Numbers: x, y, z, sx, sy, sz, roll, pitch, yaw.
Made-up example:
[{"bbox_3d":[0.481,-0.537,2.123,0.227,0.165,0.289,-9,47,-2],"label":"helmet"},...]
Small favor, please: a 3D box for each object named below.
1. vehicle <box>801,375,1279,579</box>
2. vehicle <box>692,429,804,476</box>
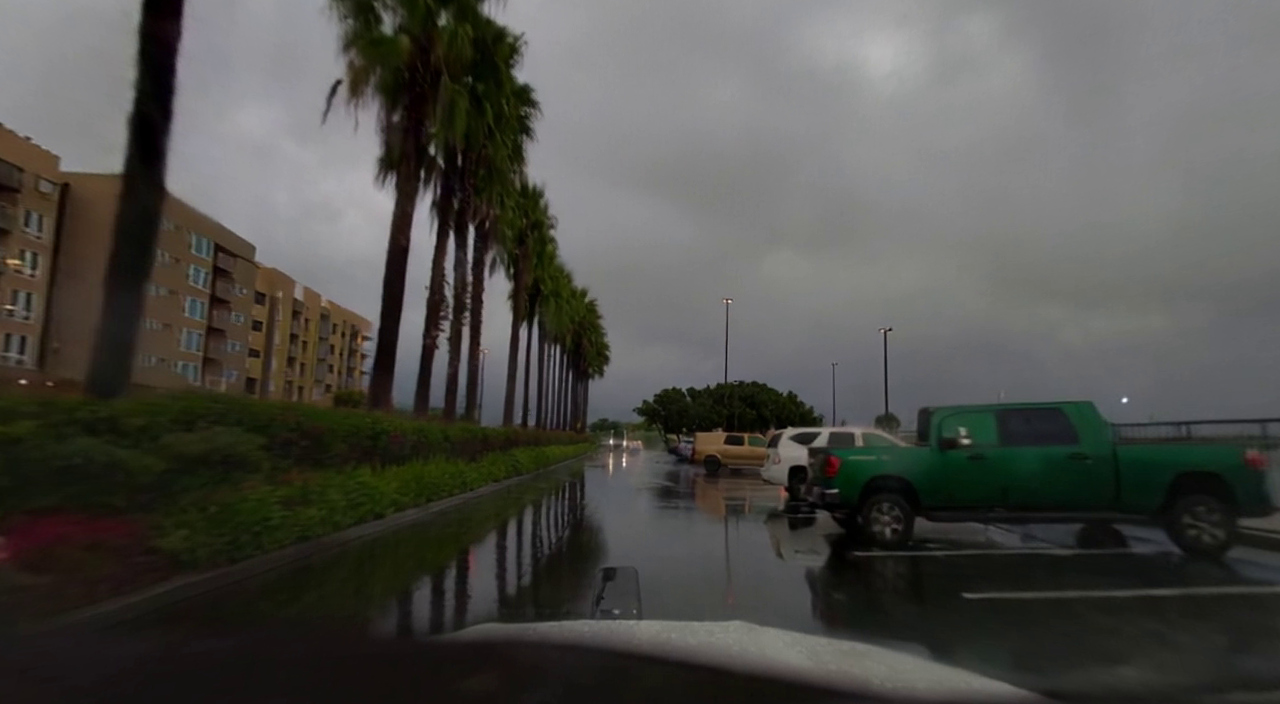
[{"bbox_3d":[5.219,1.564,8.350,5.639,2.033,2.172,3,-7,3],"label":"vehicle"},{"bbox_3d":[4.776,4.505,28.351,4.609,1.734,1.909,3,-9,0],"label":"vehicle"}]
